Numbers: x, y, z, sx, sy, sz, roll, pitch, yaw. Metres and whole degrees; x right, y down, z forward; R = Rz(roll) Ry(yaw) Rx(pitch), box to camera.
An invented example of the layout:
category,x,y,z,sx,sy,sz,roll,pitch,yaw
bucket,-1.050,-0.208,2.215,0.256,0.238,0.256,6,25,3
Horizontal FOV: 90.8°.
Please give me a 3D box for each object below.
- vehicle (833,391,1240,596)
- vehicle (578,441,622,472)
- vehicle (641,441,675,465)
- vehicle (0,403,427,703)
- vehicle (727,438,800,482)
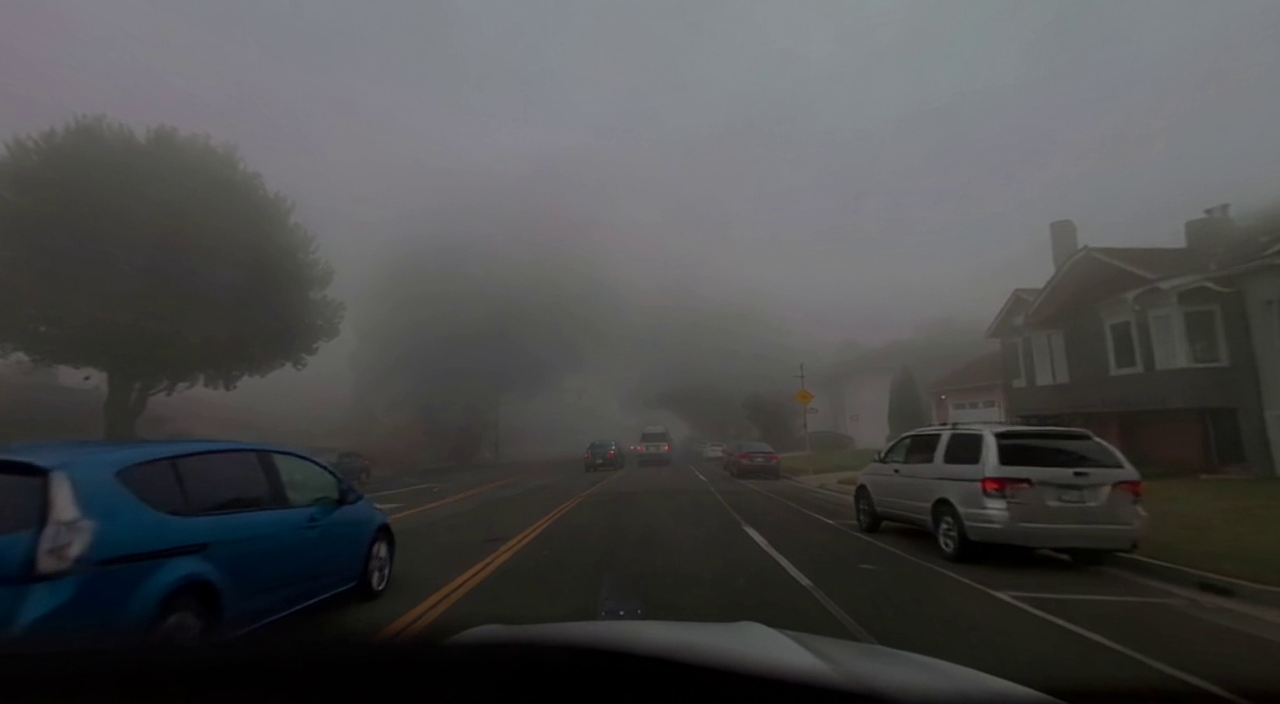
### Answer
category,x,y,z,sx,sy,sz,roll,pitch,yaw
vehicle,4.176,1.573,7.851,2.069,1.780,4.480,0,-8,-1
vehicle,-2.042,5.530,33.729,1.986,1.508,4.261,-1,-8,1
vehicle,1.166,6.685,41.827,2.081,1.475,4.361,0,-8,1
vehicle,-3.328,1.255,4.337,2.069,1.510,4.325,-1,-8,2
vehicle,4.549,4.052,23.910,1.964,1.485,4.454,0,-8,1
